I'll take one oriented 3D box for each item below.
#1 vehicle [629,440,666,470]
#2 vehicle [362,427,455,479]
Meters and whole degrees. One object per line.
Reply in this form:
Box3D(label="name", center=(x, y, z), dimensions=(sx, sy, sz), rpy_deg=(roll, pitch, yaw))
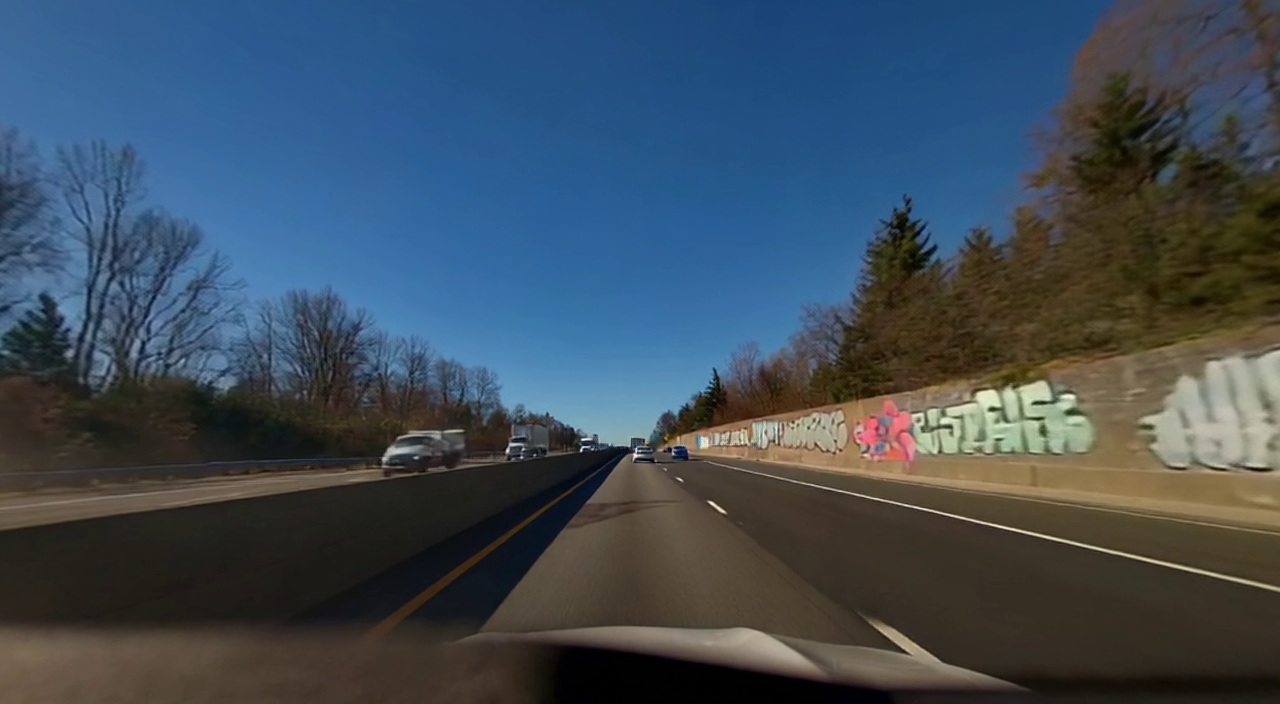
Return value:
Box3D(label="vehicle", center=(0.384, 6.156, 37.623), dimensions=(2.095, 1.671, 4.219), rpy_deg=(0, -9, -1))
Box3D(label="vehicle", center=(-12.385, 5.487, 34.222), dimensions=(2.320, 2.532, 6.628), rpy_deg=(-1, -9, 2))
